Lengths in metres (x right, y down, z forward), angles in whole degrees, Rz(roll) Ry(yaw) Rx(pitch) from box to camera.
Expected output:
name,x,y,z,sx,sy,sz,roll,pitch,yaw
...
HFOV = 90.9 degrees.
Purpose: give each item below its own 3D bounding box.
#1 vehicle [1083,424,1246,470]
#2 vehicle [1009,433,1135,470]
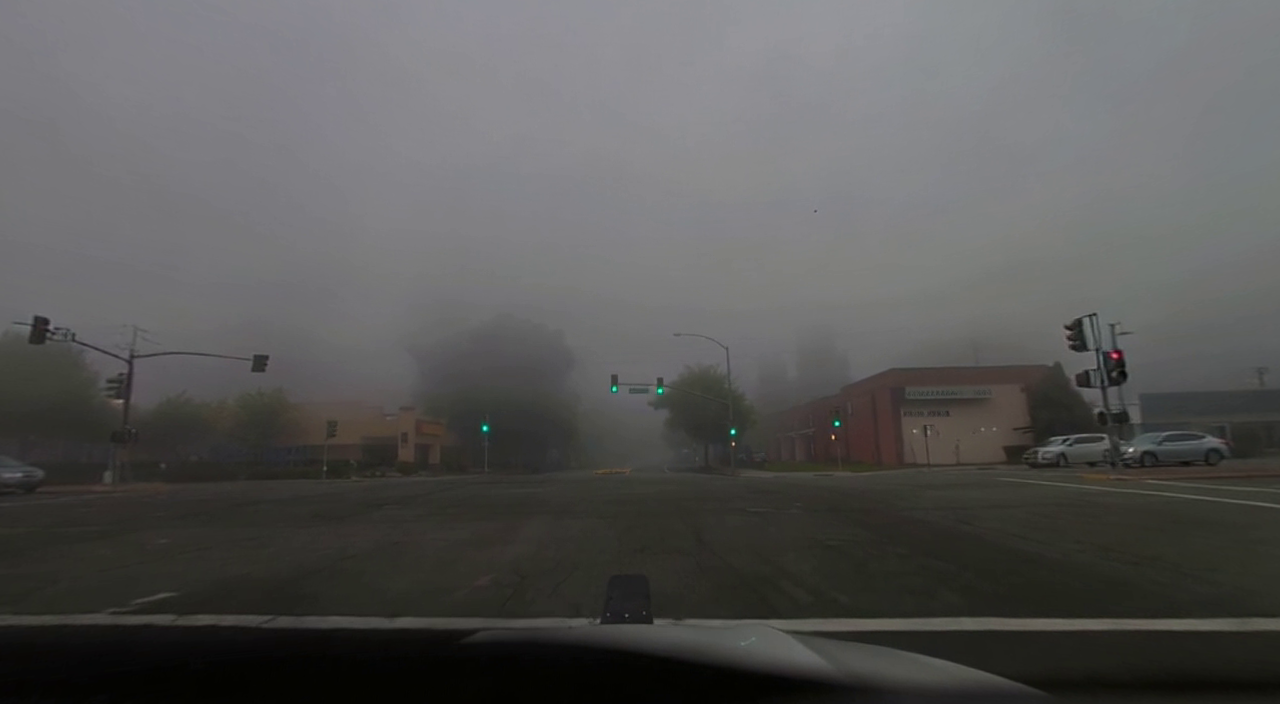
name,x,y,z,sx,sy,sz,roll,pitch,yaw
vehicle,19.483,3.543,23.563,4.288,1.600,1.927,0,-8,1
vehicle,20.425,4.712,29.921,4.483,1.691,1.949,0,-8,1
